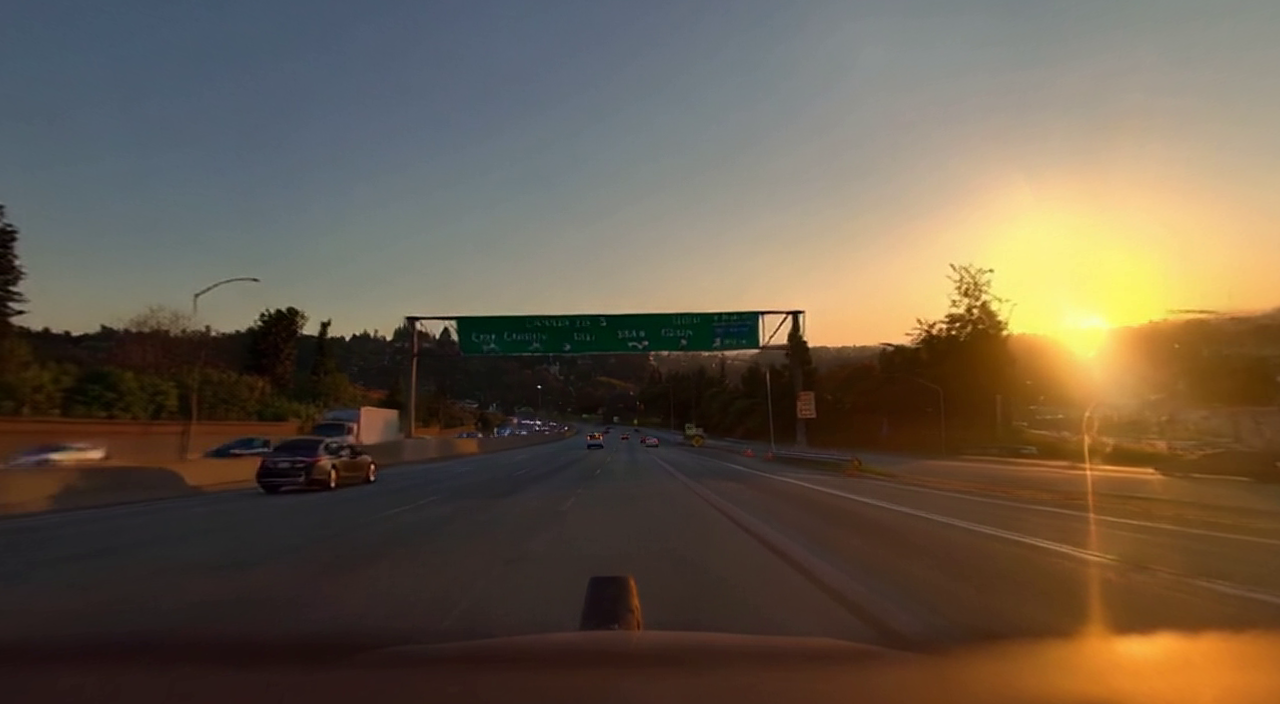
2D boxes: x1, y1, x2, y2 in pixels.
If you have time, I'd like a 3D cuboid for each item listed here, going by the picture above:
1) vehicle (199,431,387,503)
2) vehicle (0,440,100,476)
[{"bbox_3d":[-8.240,2.769,15.623,2.060,1.507,4.494,0,-9,0],"label":"vehicle"},{"bbox_3d":[-29.155,5.148,30.840,1.848,1.620,4.235,0,-9,-1],"label":"vehicle"}]
